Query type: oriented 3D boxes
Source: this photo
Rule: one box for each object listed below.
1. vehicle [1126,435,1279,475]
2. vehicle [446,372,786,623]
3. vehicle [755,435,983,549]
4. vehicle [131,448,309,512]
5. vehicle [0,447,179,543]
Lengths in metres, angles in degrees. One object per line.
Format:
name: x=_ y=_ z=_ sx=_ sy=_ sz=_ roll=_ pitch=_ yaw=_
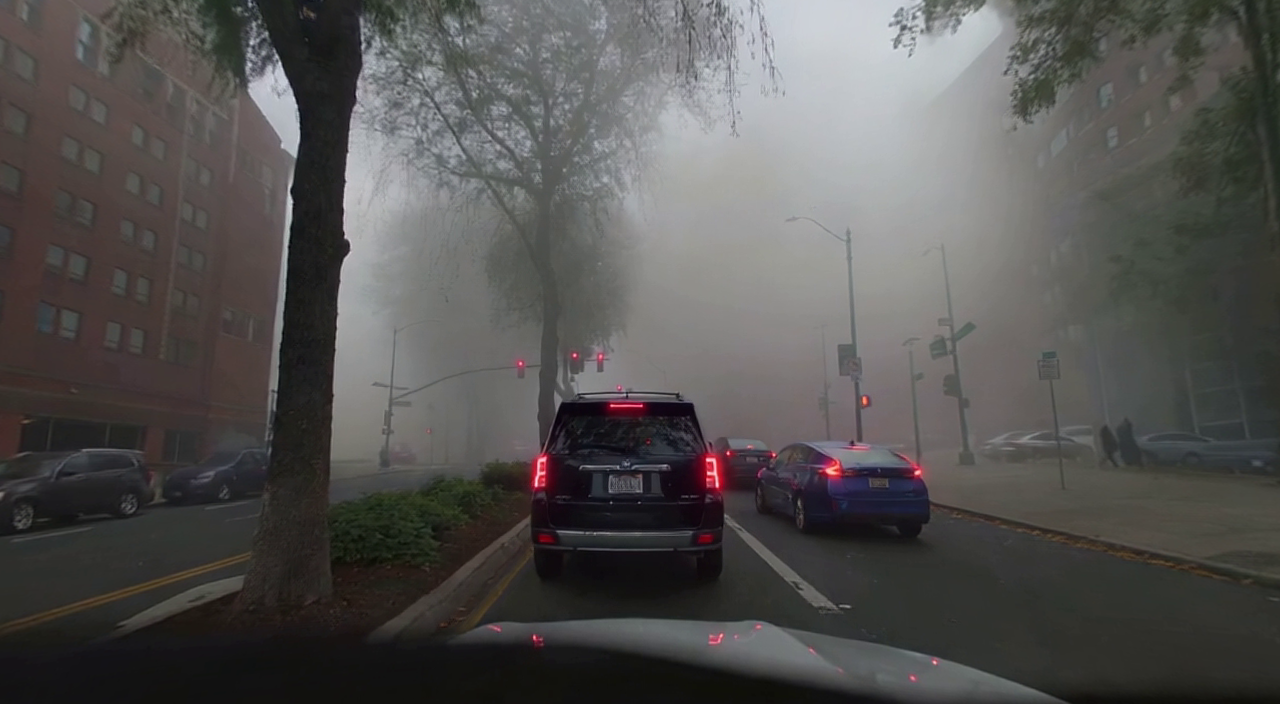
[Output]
vehicle: x=22.163 y=4.050 z=24.964 sx=4.055 sy=1.469 sz=1.848 roll=-4 pitch=-9 yaw=26
vehicle: x=-0.164 y=1.362 z=6.781 sx=2.453 sy=1.816 sz=4.300 roll=0 pitch=-8 yaw=0
vehicle: x=3.293 y=2.084 z=10.079 sx=2.056 sy=1.422 sz=4.130 roll=0 pitch=-8 yaw=-1
vehicle: x=-12.465 y=3.778 z=19.124 sx=2.207 sy=1.648 sz=4.675 roll=0 pitch=-8 yaw=-1
vehicle: x=-12.547 y=2.909 z=13.452 sx=1.891 sy=1.723 sz=4.360 roll=0 pitch=-8 yaw=1
